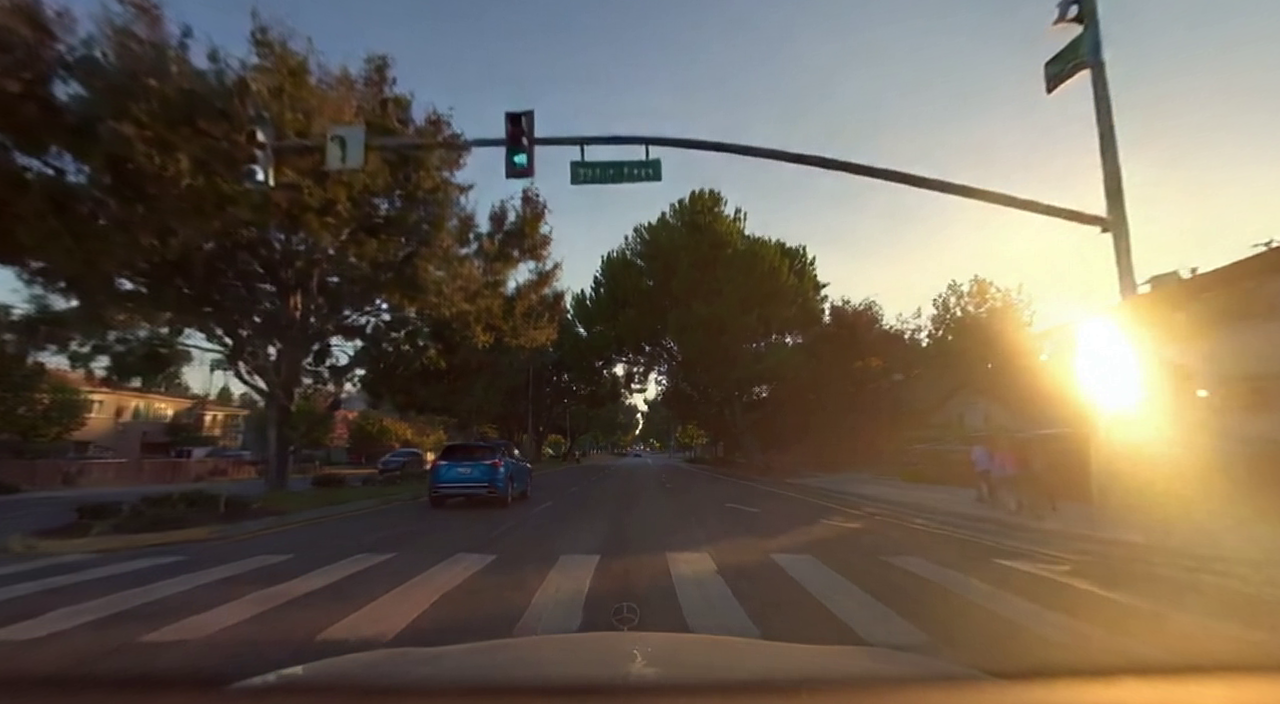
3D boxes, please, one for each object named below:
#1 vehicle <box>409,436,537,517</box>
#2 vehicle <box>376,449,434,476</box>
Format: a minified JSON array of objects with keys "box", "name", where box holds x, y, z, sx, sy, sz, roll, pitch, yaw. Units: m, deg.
[{"box":[-3.977,3.010,15.894,1.993,1.733,4.262,0,-8,1],"name":"vehicle"},{"box":[-16.669,7.849,45.057,2.202,1.724,4.934,0,-8,1],"name":"vehicle"}]
